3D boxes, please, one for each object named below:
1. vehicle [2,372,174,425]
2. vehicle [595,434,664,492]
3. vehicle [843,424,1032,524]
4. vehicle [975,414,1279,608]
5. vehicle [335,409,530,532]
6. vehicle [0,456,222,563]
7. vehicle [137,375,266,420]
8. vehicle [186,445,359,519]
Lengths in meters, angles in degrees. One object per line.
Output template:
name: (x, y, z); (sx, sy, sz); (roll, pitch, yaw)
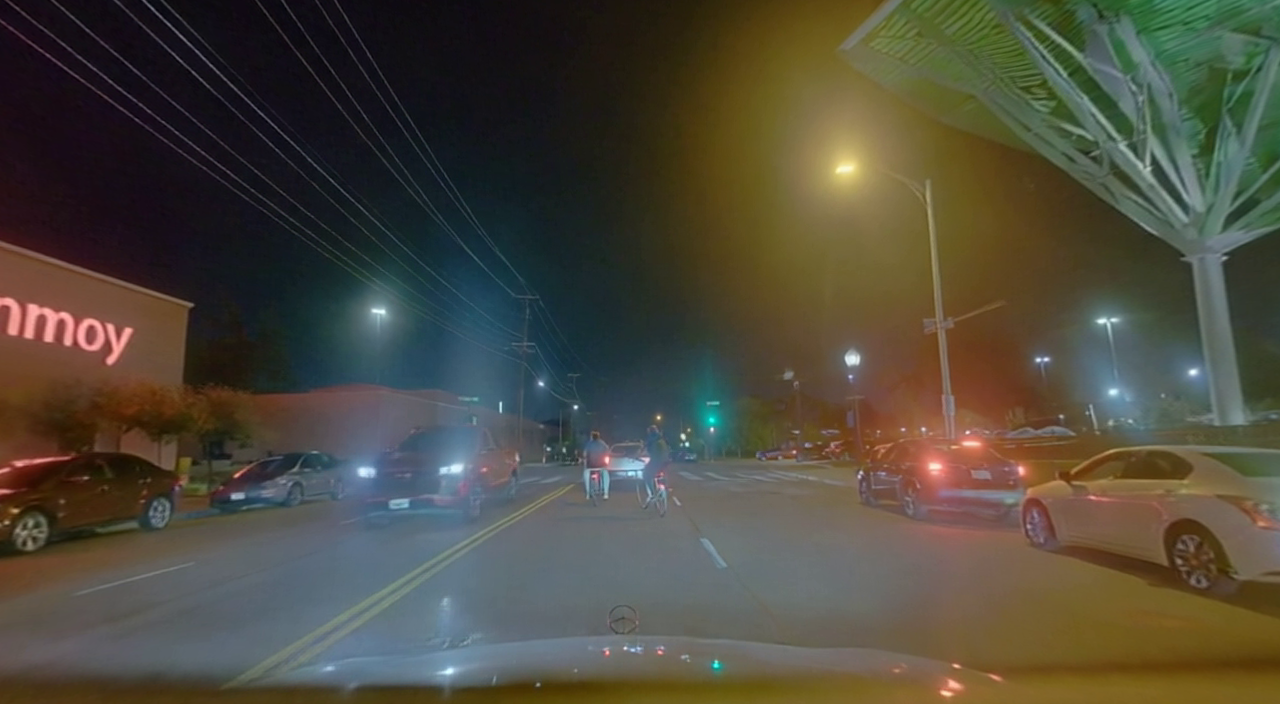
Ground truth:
vehicle: (-17.277, 1.499, 19.925); (3.750, 1.495, 1.727); (-1, -8, -2)
vehicle: (-0.353, 3.809, 21.987); (2.190, 1.783, 4.048); (0, -8, -1)
vehicle: (5.801, 2.411, 12.990); (1.873, 1.714, 3.979); (0, -8, -1)
vehicle: (5.869, 1.587, 7.191); (1.900, 1.566, 3.995); (0, -8, 0)
vehicle: (-3.761, 2.260, 12.646); (2.184, 1.954, 4.898); (0, -8, 0)
vehicle: (-10.237, 2.713, 11.680); (1.904, 1.495, 4.585); (0, -8, 0)
vehicle: (-17.124, 1.824, 24.799); (3.685, 1.584, 1.708); (1, -9, -3)
vehicle: (-10.265, 3.605, 18.243); (2.075, 1.816, 4.900); (0, -8, -1)
